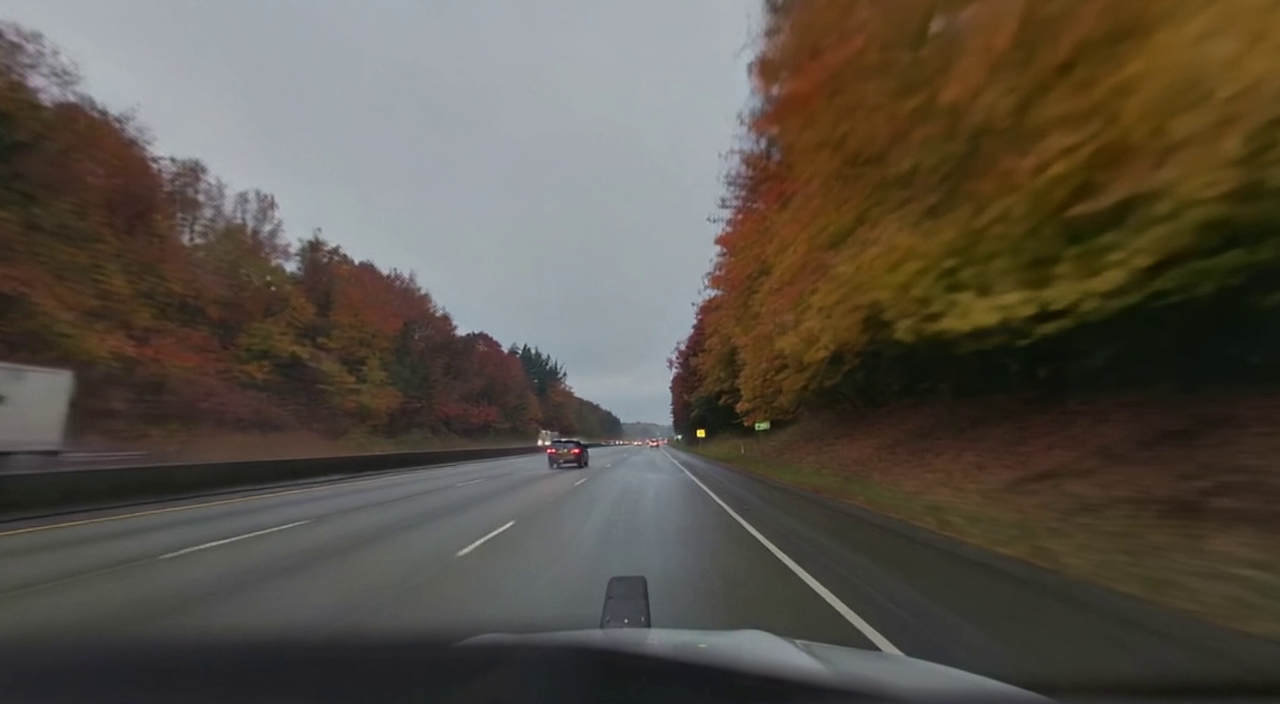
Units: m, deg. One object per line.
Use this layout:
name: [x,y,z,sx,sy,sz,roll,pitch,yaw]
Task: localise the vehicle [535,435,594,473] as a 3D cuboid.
vehicle: [-3.524,4.863,30.260,2.123,1.643,4.479,0,-8,2]
